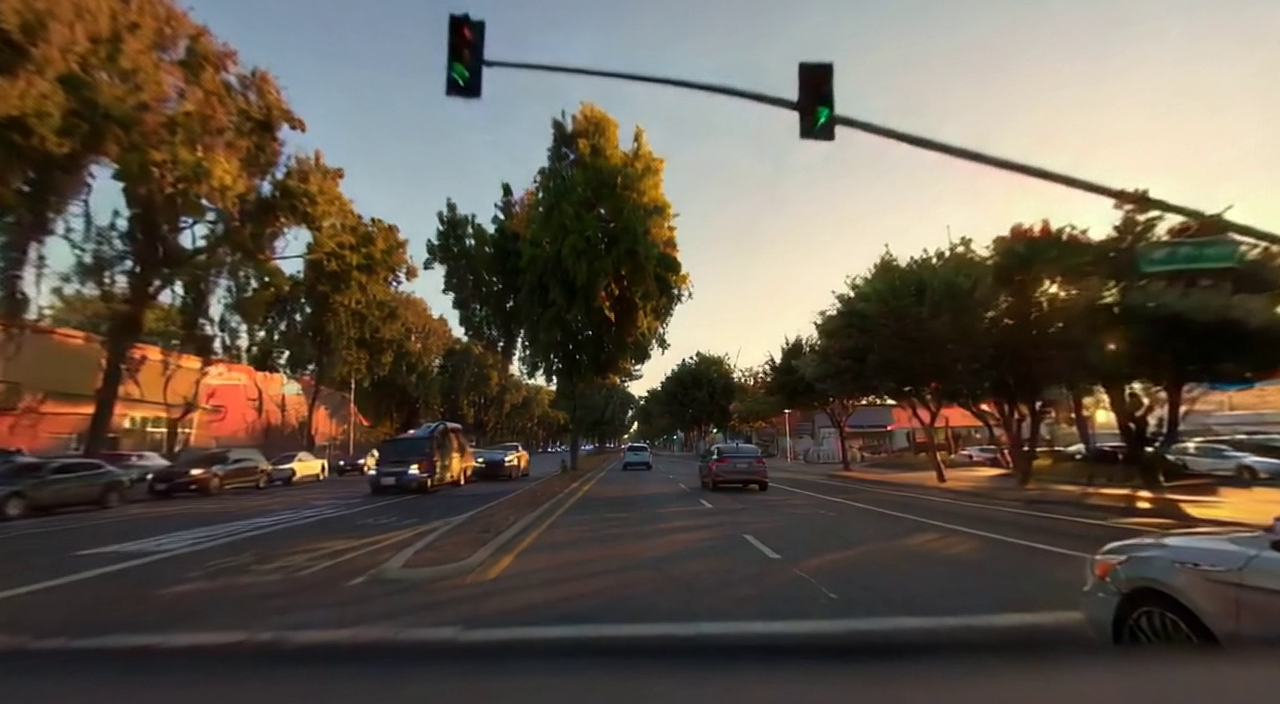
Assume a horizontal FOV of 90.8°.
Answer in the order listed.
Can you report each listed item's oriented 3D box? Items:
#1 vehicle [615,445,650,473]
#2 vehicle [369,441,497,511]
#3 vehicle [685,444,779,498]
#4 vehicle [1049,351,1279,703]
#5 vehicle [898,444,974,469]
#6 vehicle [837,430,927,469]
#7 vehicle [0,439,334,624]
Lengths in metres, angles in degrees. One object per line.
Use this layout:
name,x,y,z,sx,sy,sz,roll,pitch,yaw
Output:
vehicle,-0.494,6.563,38.900,2.029,1.605,3.827,0,-9,-2
vehicle,-5.148,3.092,16.393,1.953,1.526,4.349,0,-8,-2
vehicle,2.722,3.648,19.809,2.061,1.487,4.462,0,-9,-3
vehicle,3.615,0.663,1.293,2.117,1.689,5.113,0,-9,0
vehicle,20.569,7.252,44.106,2.154,1.670,4.434,4,-9,-24
vehicle,16.601,6.747,43.740,2.400,2.488,5.485,4,-10,-28
vehicle,-5.428,1.773,7.433,1.972,1.466,4.493,2,-8,-9
